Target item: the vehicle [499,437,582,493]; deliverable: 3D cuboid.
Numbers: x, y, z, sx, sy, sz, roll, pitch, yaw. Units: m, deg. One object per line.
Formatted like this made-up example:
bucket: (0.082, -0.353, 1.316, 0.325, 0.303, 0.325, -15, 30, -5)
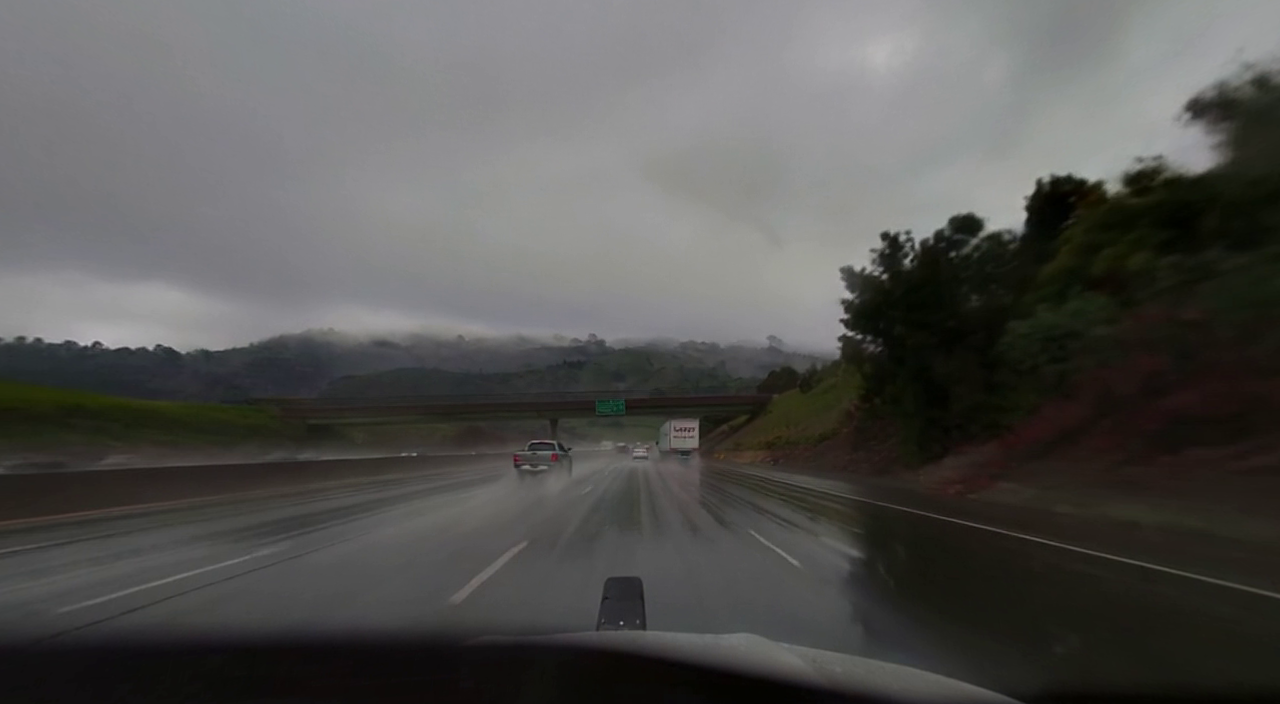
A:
vehicle: (-3.161, 3.700, 20.960, 2.052, 1.654, 4.303, 0, -9, 0)
